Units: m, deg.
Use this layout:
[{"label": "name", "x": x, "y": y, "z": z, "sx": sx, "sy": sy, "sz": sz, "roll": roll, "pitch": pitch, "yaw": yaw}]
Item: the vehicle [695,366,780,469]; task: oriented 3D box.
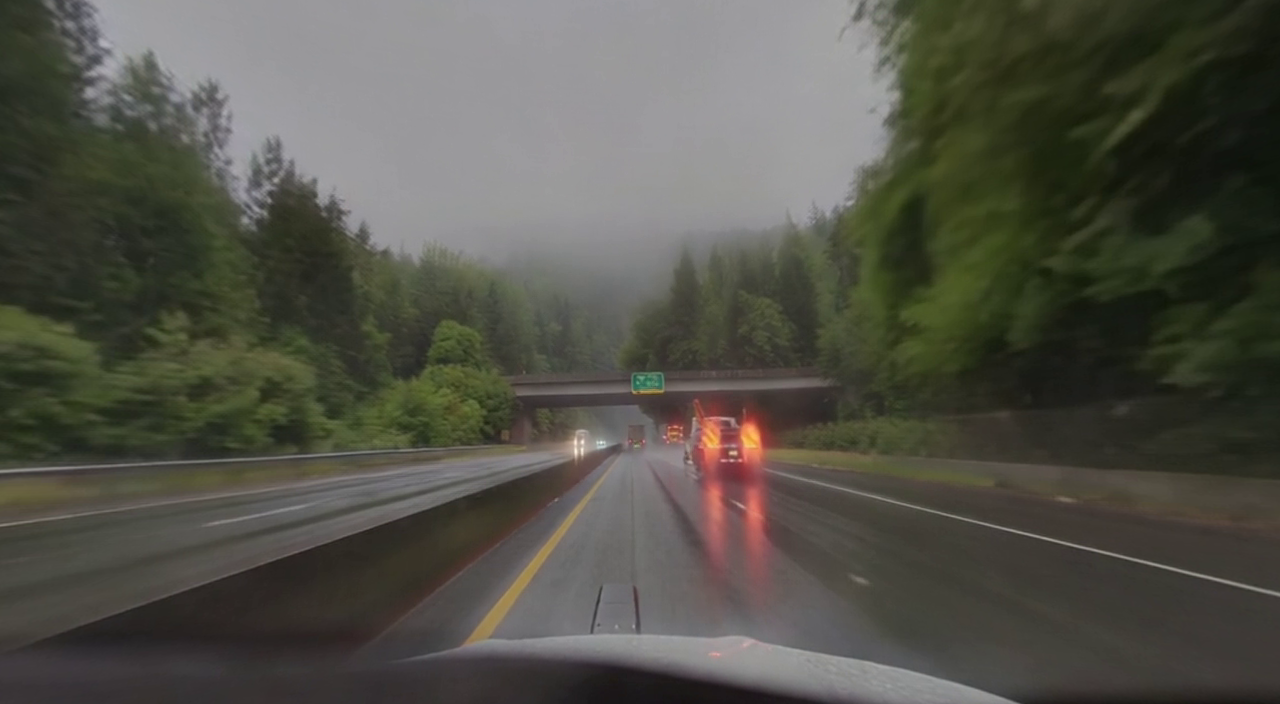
[{"label": "vehicle", "x": 4.300, "y": 3.103, "z": 29.031, "sx": 2.875, "sy": 4.206, "sz": 4.999, "roll": -2, "pitch": -8, "yaw": -1}]
